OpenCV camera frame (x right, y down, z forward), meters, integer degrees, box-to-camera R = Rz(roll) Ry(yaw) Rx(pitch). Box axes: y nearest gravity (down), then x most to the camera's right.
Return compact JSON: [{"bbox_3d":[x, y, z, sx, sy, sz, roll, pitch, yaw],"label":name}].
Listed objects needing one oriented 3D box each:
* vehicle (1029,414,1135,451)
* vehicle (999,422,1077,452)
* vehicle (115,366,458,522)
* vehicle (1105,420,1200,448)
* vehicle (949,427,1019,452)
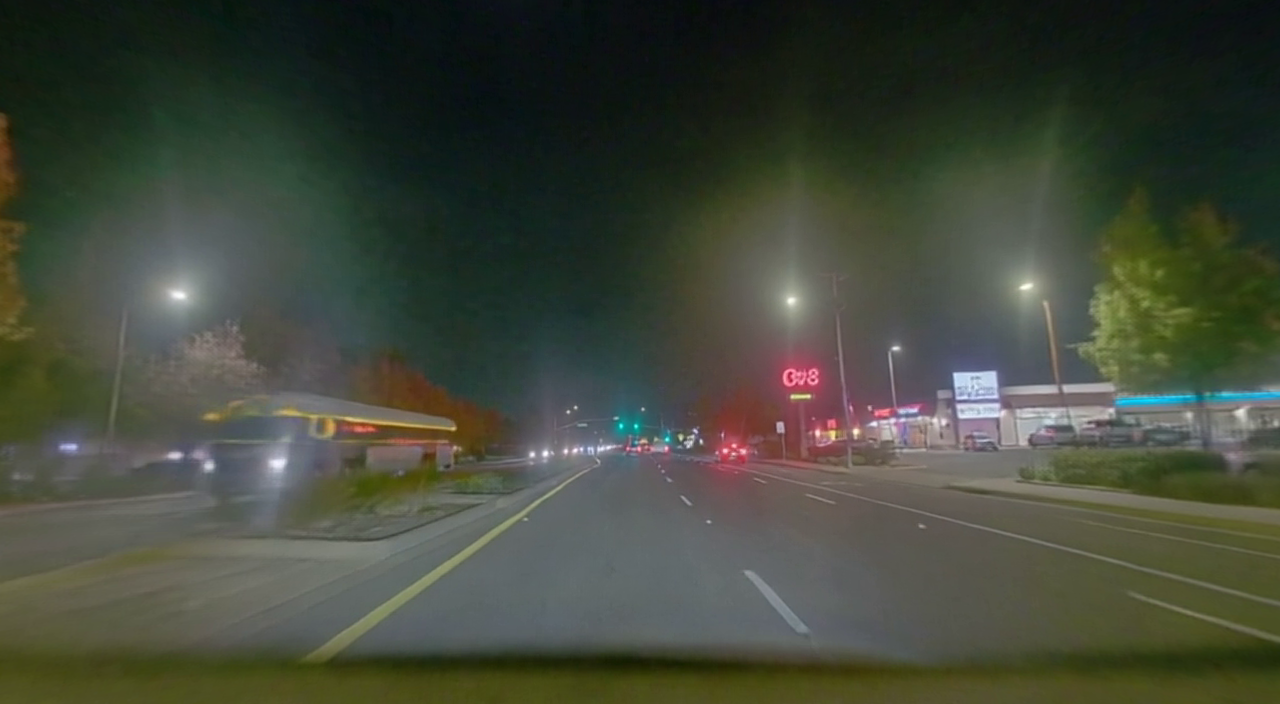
[{"bbox_3d":[28.488,5.280,41.038,2.346,2.093,6.071,-2,-8,-1],"label":"vehicle"},{"bbox_3d":[25.437,5.506,40.582,2.012,1.772,4.458,0,-8,0],"label":"vehicle"},{"bbox_3d":[-8.932,2.774,19.174,3.241,3.133,12.822,0,-8,-1],"label":"vehicle"},{"bbox_3d":[34.256,5.552,42.439,2.220,1.723,4.883,0,-8,0],"label":"vehicle"},{"bbox_3d":[22.973,5.910,42.380,2.113,1.582,4.559,-1,-9,0],"label":"vehicle"}]
